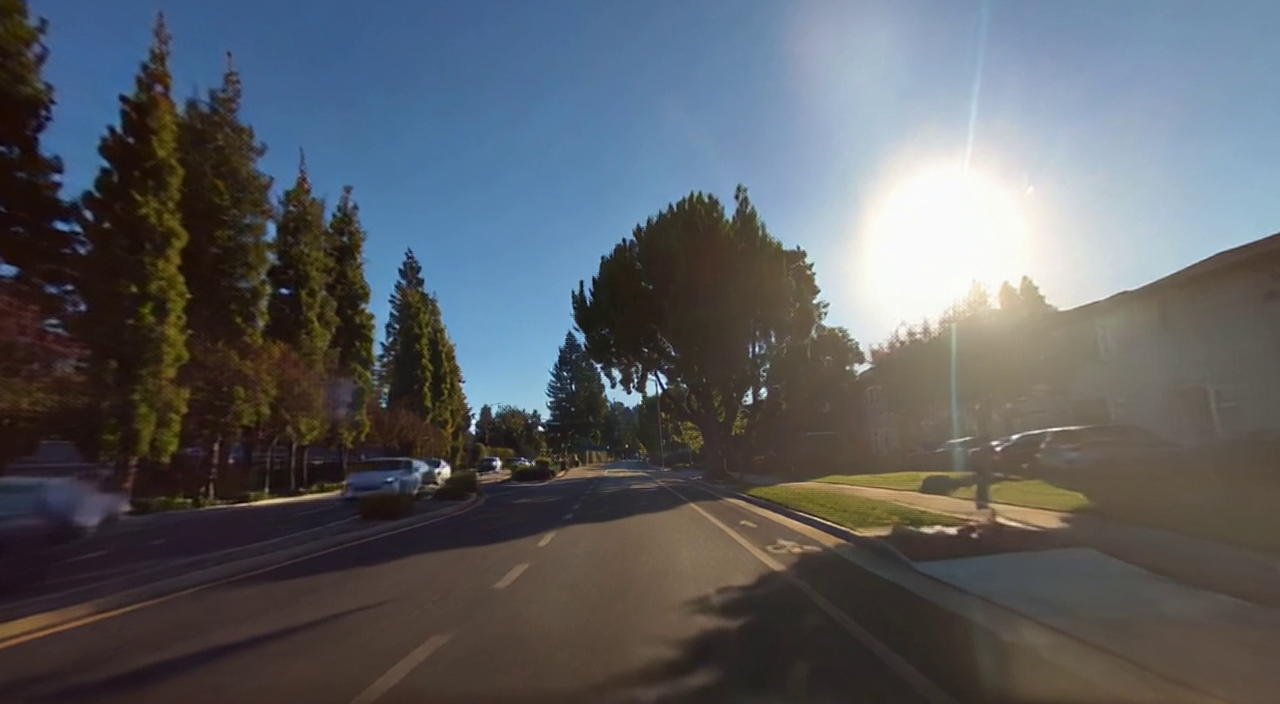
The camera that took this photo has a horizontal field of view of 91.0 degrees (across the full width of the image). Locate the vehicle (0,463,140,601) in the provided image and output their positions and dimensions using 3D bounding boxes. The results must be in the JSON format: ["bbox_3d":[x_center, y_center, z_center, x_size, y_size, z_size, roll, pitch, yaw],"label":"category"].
[{"bbox_3d":[-8.237,2.051,6.841,2.050,1.486,4.512,-2,-9,-3],"label":"vehicle"}]

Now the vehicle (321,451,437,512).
[{"bbox_3d":[-8.865,4.383,21.920,2.057,1.805,4.933,0,-9,-2],"label":"vehicle"}]

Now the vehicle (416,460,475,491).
[{"bbox_3d":[-10.923,6.940,35.671,1.925,1.503,4.411,0,-9,1],"label":"vehicle"}]
